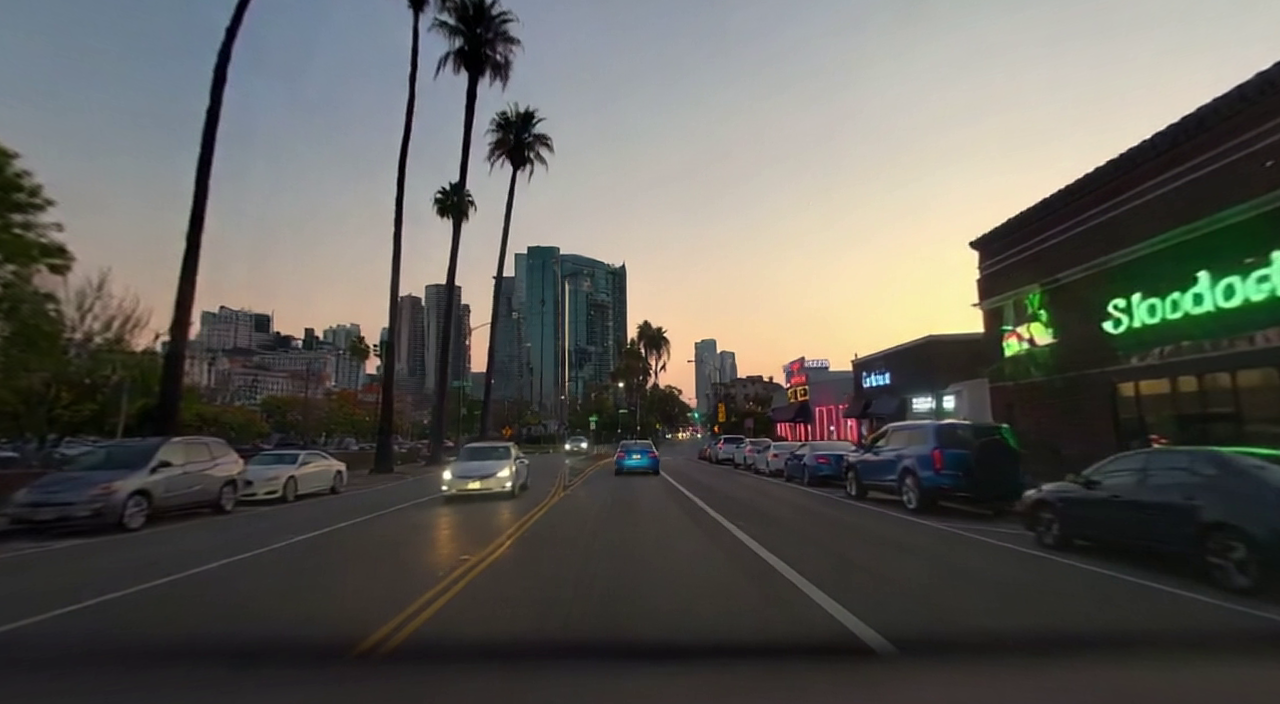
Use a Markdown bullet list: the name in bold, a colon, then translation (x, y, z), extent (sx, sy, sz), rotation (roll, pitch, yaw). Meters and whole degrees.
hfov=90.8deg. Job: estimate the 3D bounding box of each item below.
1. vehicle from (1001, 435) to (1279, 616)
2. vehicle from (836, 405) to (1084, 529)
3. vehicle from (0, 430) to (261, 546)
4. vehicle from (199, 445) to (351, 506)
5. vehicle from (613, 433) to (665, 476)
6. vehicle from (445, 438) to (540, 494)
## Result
- **vehicle**: translation (6.226, 1.667, 6.819), extent (1.786, 1.492, 4.874), rotation (0, -8, 0)
- **vehicle**: translation (6.307, 2.350, 13.625), extent (2.257, 2.074, 5.857), rotation (0, -8, 0)
- **vehicle**: translation (-9.766, 2.477, 12.493), extent (1.818, 1.740, 4.555), rotation (-3, -7, -1)
- **vehicle**: translation (-9.920, 3.340, 17.623), extent (1.786, 1.476, 4.117), rotation (0, -8, 0)
- **vehicle**: translation (-0.071, 4.344, 27.032), extent (2.063, 1.664, 4.471), rotation (0, -8, -1)
- **vehicle**: translation (-4.193, 3.283, 18.666), extent (1.916, 1.453, 4.315), rotation (0, -8, -2)
